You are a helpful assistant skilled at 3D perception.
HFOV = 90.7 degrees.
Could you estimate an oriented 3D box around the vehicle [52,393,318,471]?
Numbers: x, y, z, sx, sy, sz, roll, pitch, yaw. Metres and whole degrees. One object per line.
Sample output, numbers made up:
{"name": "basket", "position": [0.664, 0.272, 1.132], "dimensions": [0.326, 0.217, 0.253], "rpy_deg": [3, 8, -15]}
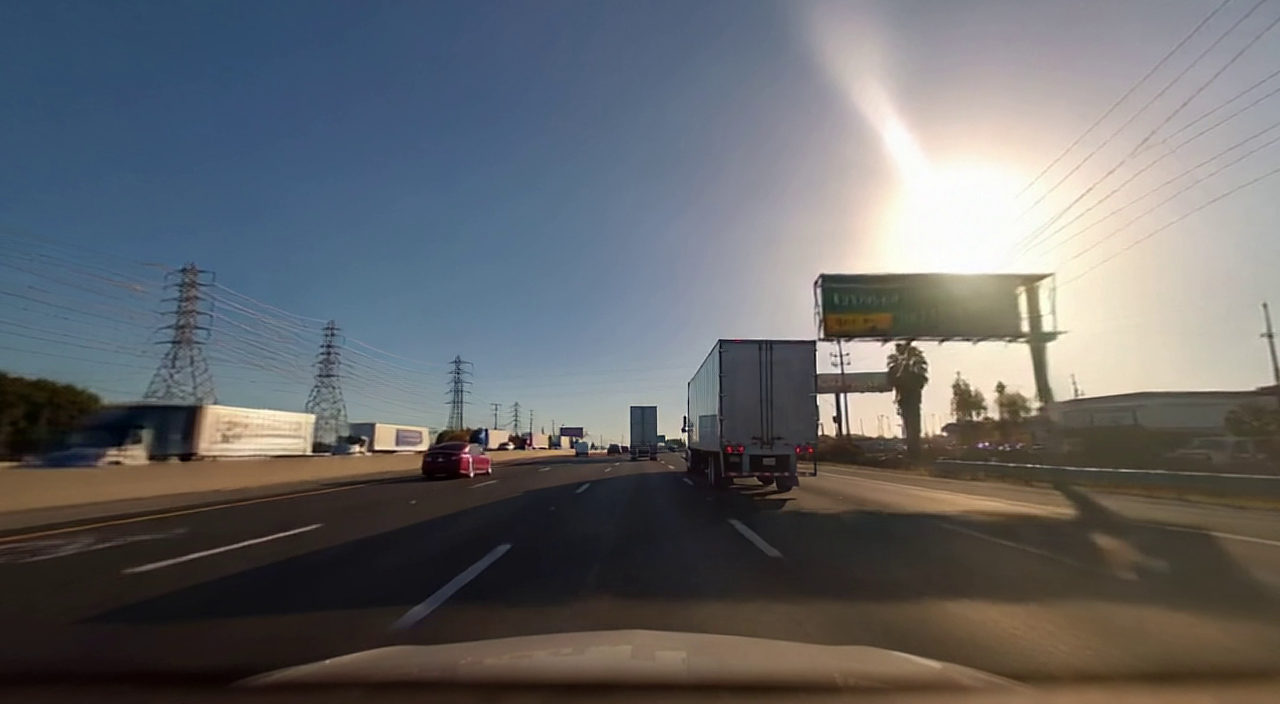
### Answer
{"name": "vehicle", "position": [-24.862, 4.879, 37.095], "dimensions": [2.825, 3.528, 17.027], "rpy_deg": [0, -9, 1]}

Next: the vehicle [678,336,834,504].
{"name": "vehicle", "position": [3.358, 2.874, 24.008], "dimensions": [2.892, 4.152, 16.575], "rpy_deg": [0, -8, 0]}

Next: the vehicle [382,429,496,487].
{"name": "vehicle", "position": [-7.386, 3.973, 24.079], "dimensions": [2.425, 1.917, 5.647], "rpy_deg": [0, -9, 1]}
